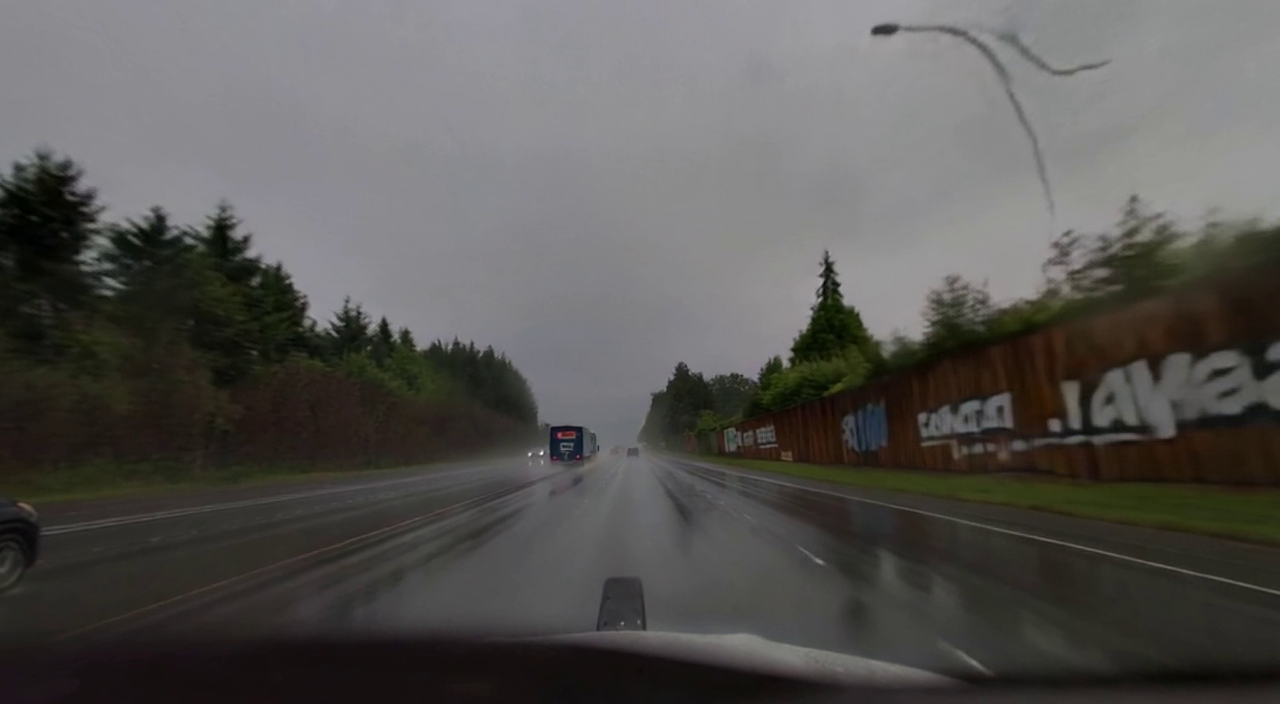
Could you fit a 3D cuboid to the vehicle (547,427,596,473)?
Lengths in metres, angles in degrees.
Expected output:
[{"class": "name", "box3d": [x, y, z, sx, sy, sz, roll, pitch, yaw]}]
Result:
[{"class": "vehicle", "box3d": [-3.986, 5.820, 37.476, 2.305, 2.517, 5.486, 0, -9, 0]}]
